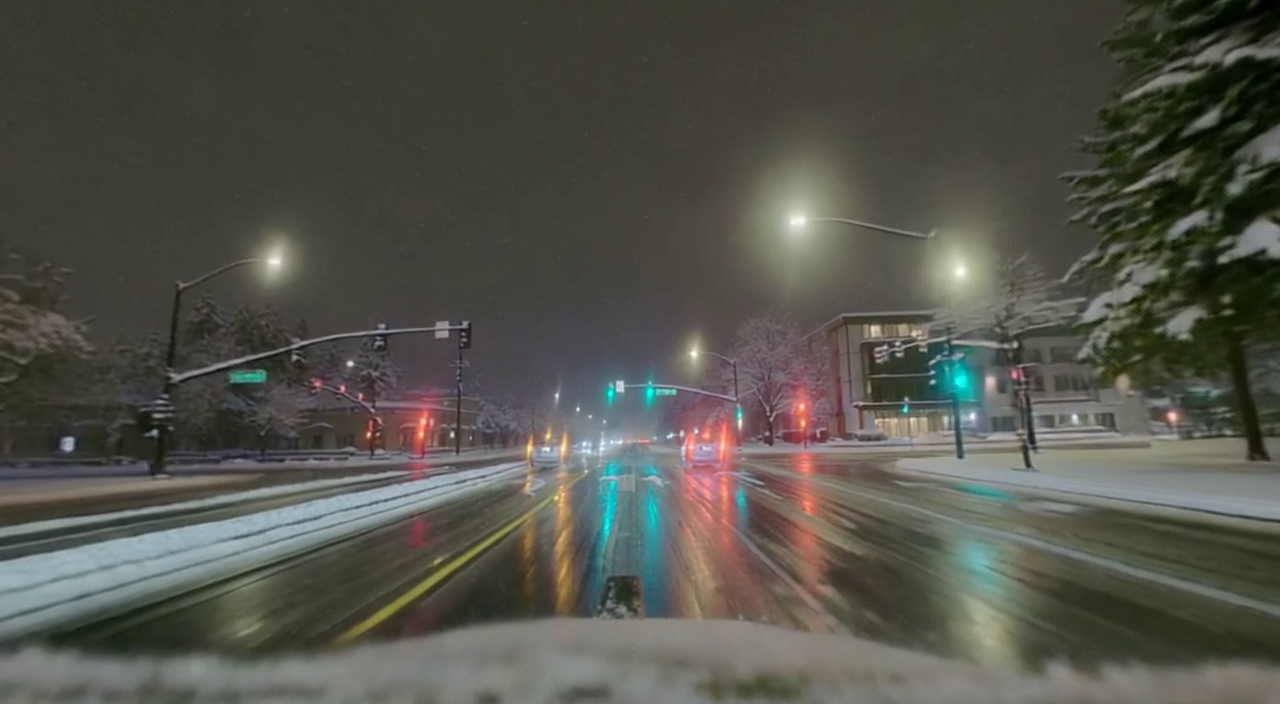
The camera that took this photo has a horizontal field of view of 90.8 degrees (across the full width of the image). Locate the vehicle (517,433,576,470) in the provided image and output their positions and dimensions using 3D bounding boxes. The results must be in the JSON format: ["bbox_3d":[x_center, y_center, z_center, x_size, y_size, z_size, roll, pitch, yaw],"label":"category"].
[{"bbox_3d":[-4.113,4.475,28.546,1.973,1.526,4.533,0,-9,0],"label":"vehicle"}]

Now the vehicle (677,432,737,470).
[{"bbox_3d":[2.860,4.389,28.151,2.130,1.524,4.722,0,-9,-1],"label":"vehicle"}]
